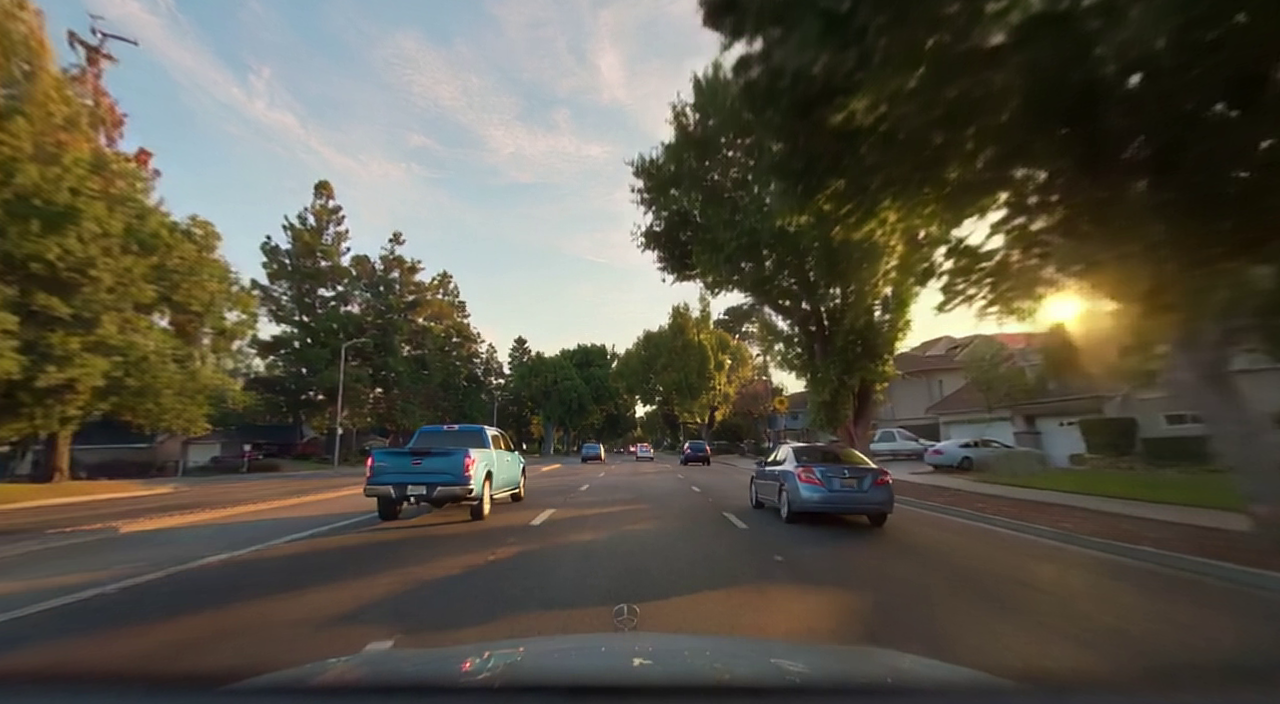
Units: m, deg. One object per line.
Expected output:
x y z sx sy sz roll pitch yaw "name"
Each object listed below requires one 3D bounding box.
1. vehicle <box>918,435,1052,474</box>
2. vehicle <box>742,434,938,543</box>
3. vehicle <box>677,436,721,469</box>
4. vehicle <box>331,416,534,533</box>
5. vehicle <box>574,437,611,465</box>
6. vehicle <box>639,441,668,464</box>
13.796 4.111 25.477 4.300 1.487 1.877 0 -8 3 "vehicle"
3.065 2.161 10.735 1.884 1.463 4.195 0 -8 -1 "vehicle"
3.462 6.005 37.956 2.099 1.845 4.363 0 -8 -2 "vehicle"
-3.579 2.225 12.232 2.111 1.745 5.274 0 -8 0 "vehicle"
-3.290 6.919 44.341 2.218 1.829 4.492 0 -8 0 "vehicle"
1.000 7.560 47.880 1.997 1.636 3.760 0 -8 -2 "vehicle"
